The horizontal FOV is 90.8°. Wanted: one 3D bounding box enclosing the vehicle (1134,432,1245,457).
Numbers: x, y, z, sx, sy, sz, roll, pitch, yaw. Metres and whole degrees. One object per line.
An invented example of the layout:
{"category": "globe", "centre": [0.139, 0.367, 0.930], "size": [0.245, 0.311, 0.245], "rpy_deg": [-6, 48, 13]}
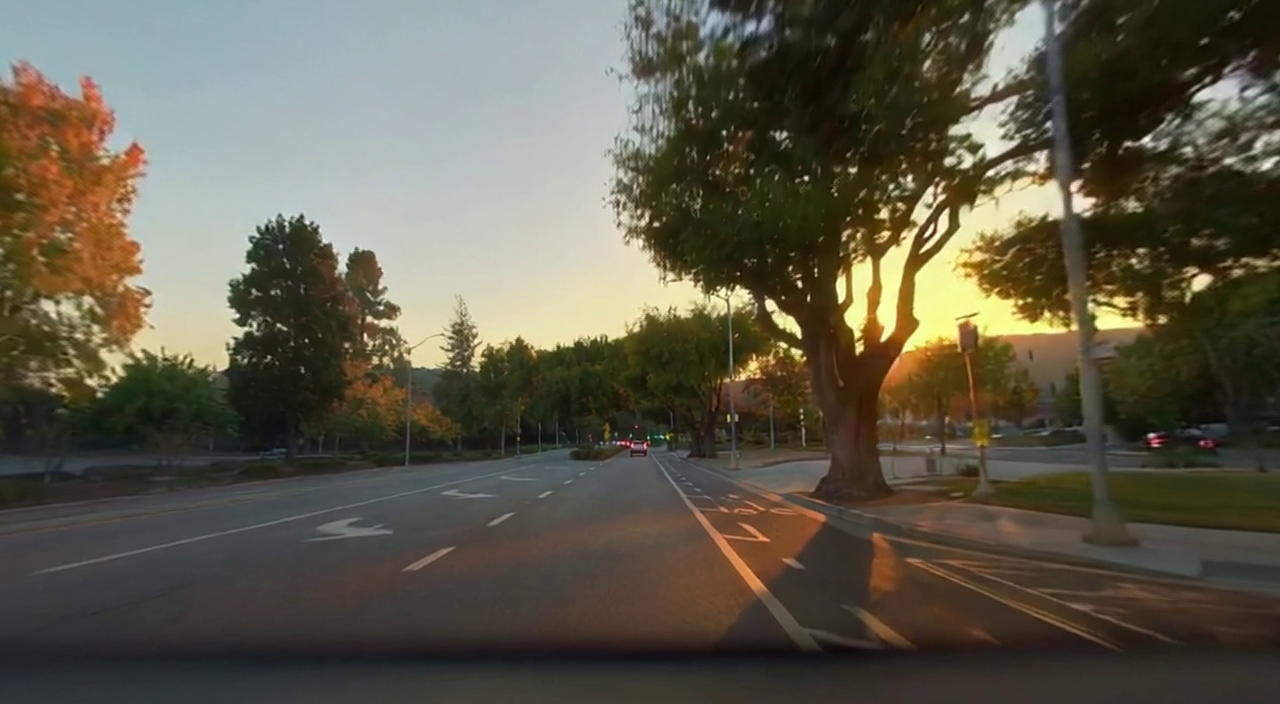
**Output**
{"category": "vehicle", "centre": [33.427, 5.650, 38.530], "size": [4.864, 1.474, 1.871], "rpy_deg": [0, -8, 2]}
